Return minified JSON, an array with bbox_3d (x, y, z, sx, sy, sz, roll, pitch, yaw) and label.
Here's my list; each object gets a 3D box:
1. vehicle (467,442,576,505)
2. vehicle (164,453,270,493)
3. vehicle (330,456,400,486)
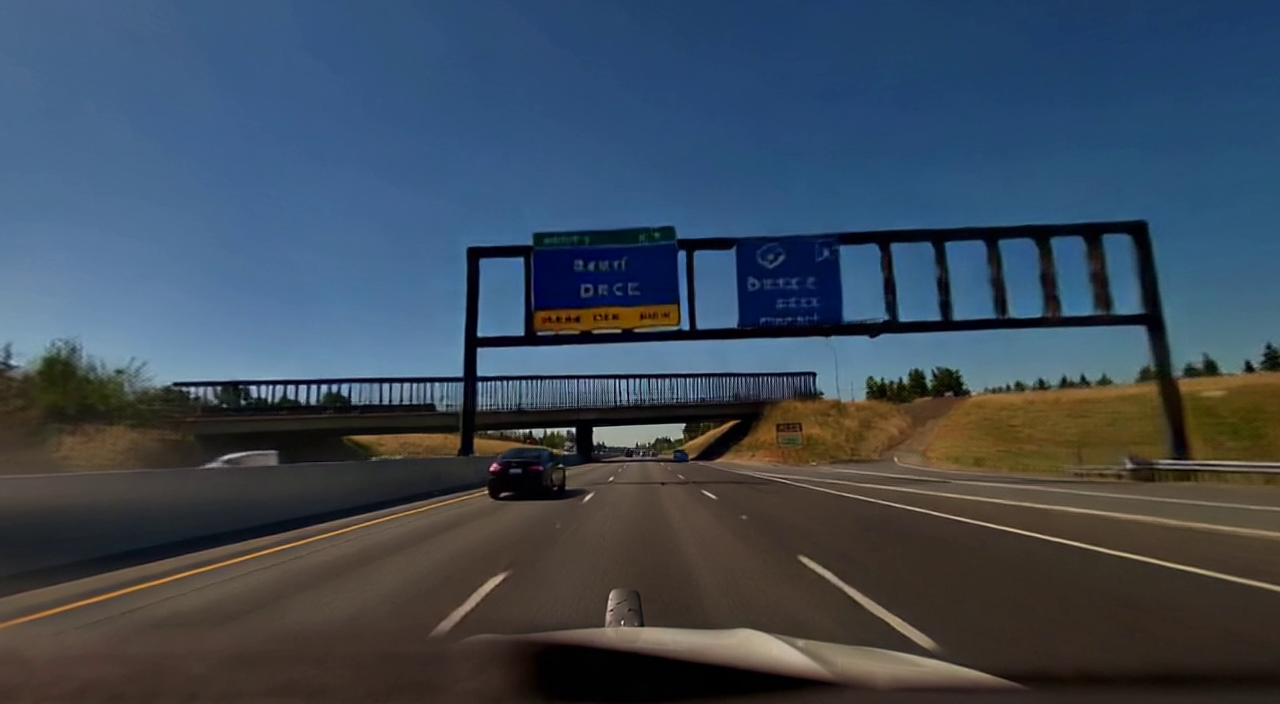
[{"bbox_3d":[-3.193,3.389,18.010,2.180,1.537,4.459,0,-9,1],"label":"vehicle"},{"bbox_3d":[-22.319,6.386,33.627,2.063,1.909,5.073,0,-9,1],"label":"vehicle"},{"bbox_3d":[-14.686,6.330,33.927,1.865,1.463,4.048,0,-9,1],"label":"vehicle"}]
